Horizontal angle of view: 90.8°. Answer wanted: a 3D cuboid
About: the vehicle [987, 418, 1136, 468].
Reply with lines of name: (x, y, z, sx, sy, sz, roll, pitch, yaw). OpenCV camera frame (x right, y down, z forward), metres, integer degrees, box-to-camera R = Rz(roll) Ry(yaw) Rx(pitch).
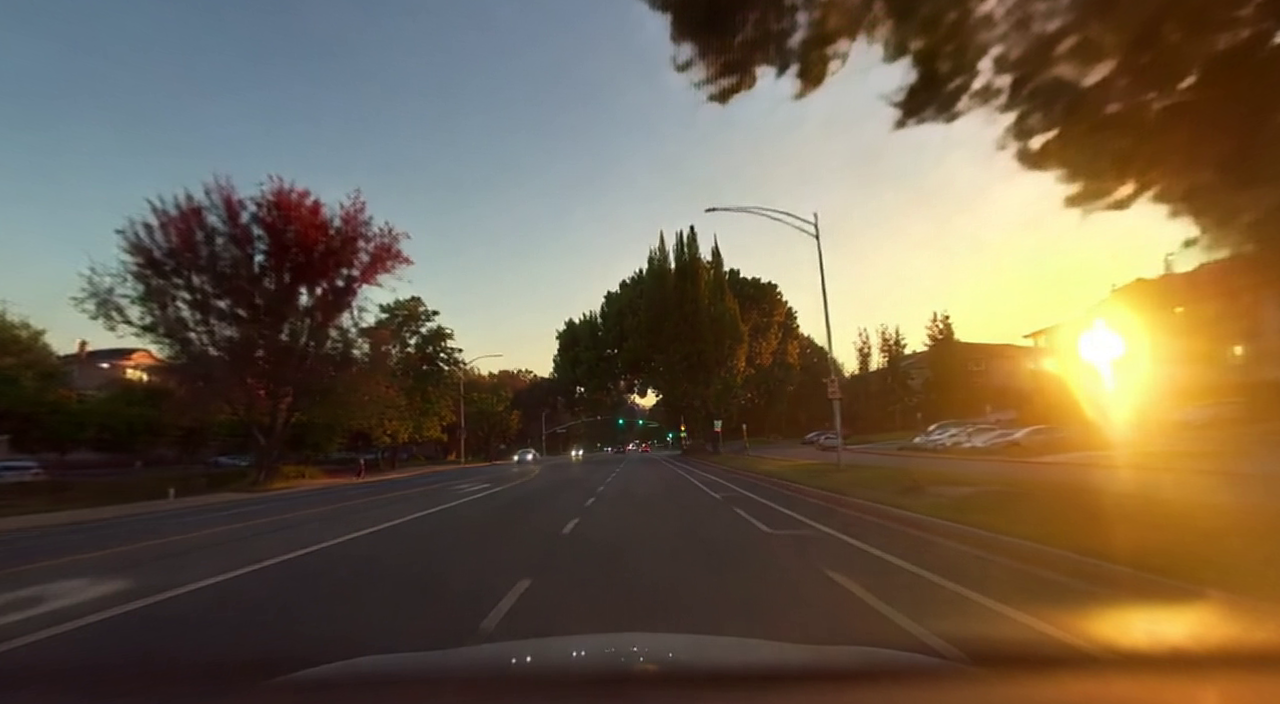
vehicle: (15.618, 3.451, 23.849, 2.106, 1.670, 5.008, 0, -8, 0)

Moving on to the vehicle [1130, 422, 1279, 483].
vehicle: (16.000, 2.673, 16.928, 1.849, 1.415, 4.801, 0, -8, 0)
